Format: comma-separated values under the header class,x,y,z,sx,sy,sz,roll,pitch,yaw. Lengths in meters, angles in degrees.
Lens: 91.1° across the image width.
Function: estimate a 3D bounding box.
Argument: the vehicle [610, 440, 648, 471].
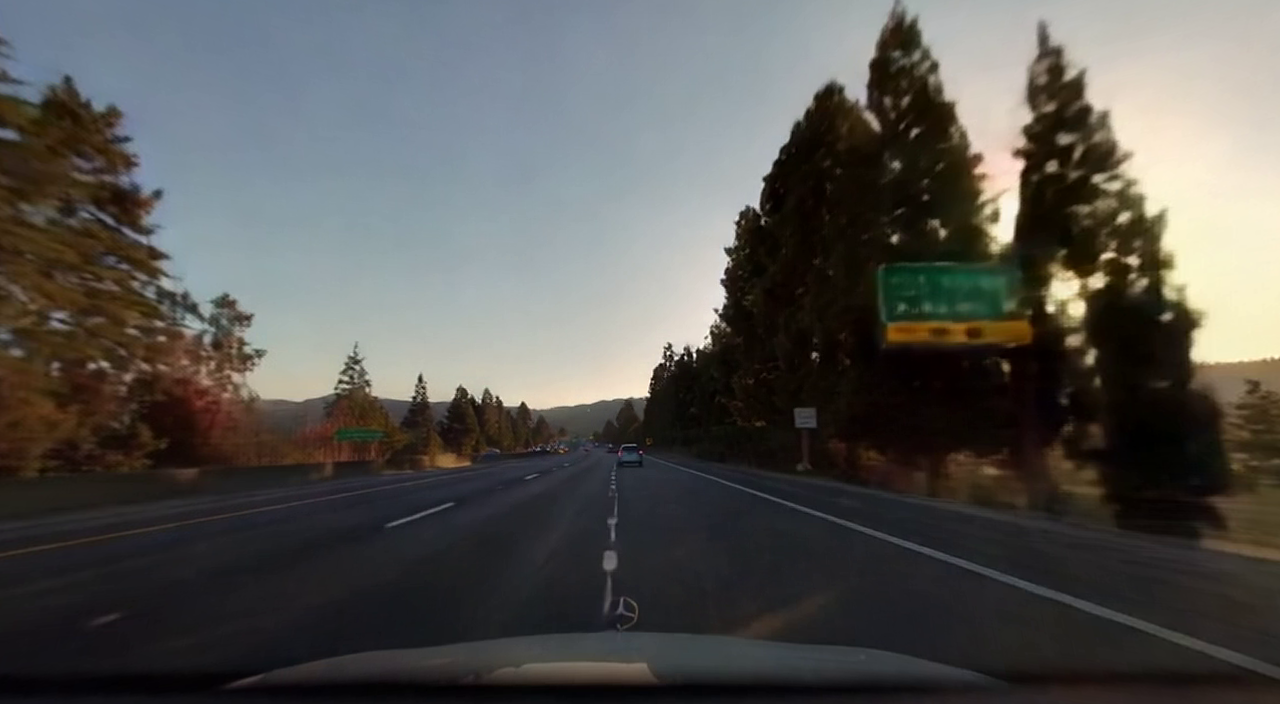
class,x,y,z,sx,sy,sz,roll,pitch,yaw
vehicle,-0.618,6.137,37.488,2.120,1.715,4.153,0,-9,0
